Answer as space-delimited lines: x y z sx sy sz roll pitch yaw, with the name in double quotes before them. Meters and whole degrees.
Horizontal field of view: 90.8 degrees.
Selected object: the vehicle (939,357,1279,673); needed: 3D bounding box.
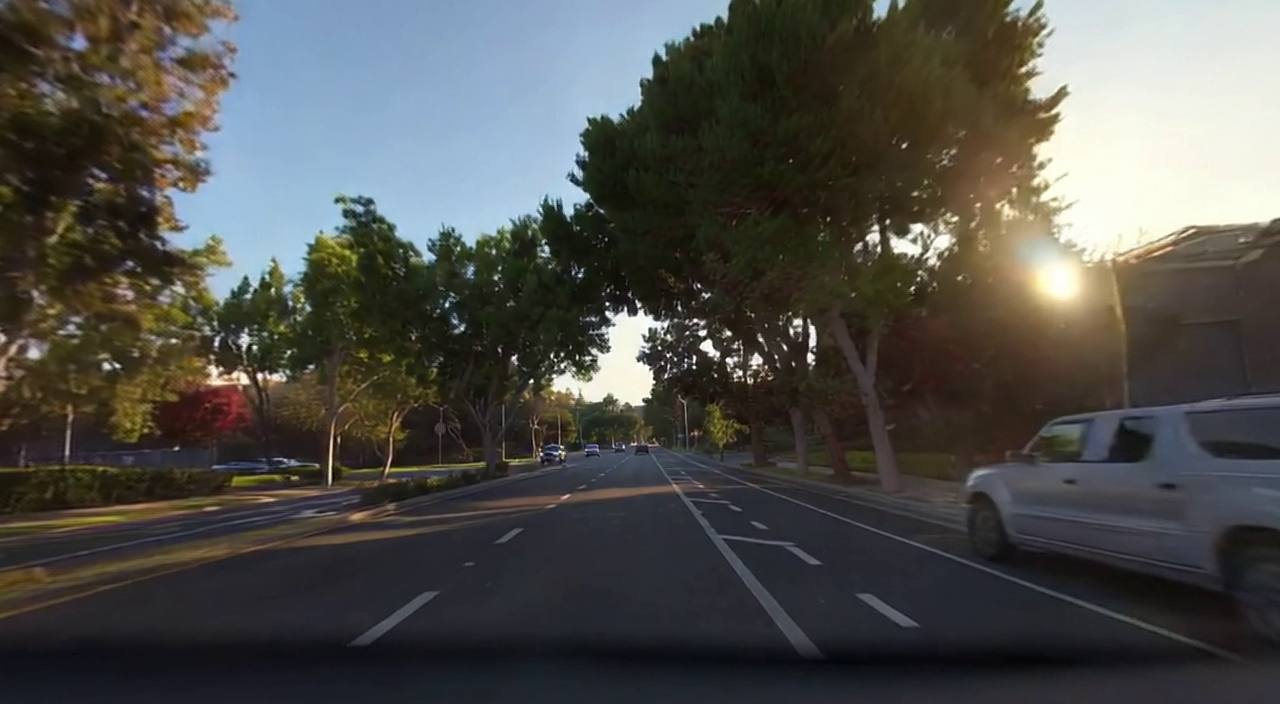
"vehicle" 4.830 1.188 5.264 2.115 1.843 5.141 0 -8 0
